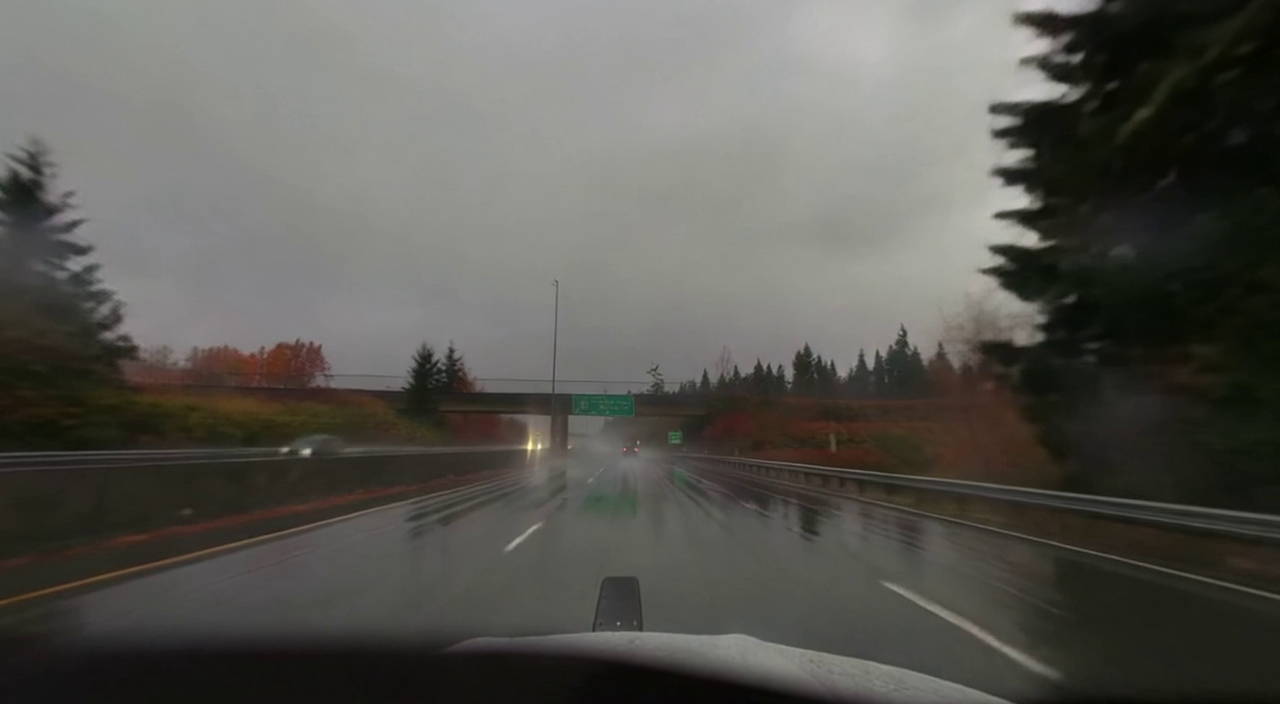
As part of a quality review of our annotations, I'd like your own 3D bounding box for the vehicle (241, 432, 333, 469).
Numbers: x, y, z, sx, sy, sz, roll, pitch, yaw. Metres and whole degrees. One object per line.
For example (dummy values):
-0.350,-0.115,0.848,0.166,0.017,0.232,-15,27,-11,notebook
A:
-16.690,4.674,29.904,1.928,1.601,4.281,0,-9,-1,vehicle
